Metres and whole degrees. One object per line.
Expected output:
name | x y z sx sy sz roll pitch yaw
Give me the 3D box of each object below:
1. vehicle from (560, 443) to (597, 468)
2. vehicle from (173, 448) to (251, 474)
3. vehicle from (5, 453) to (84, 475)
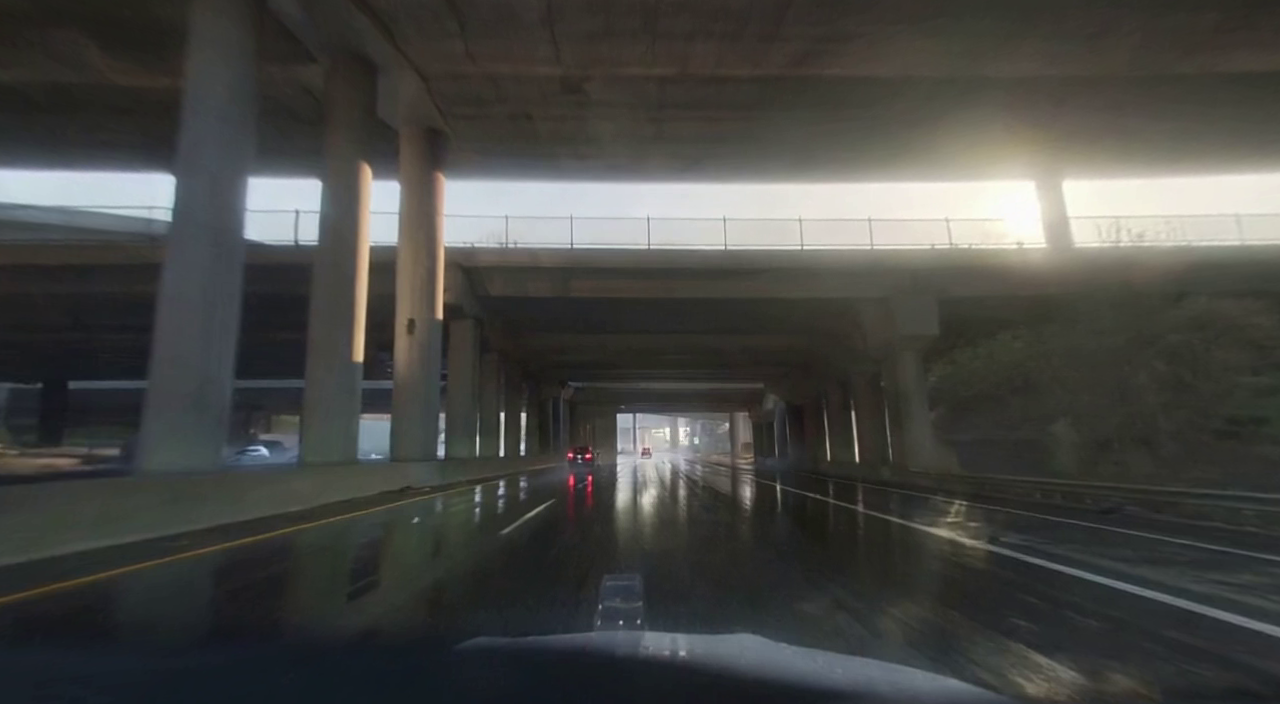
vehicle | -3.907 6.714 40.870 1.954 1.528 4.010 0 -9 0
vehicle | -29.350 7.488 43.358 1.874 1.625 4.917 1 -8 0
vehicle | -44.770 8.401 47.483 1.746 1.521 4.178 0 -8 3
